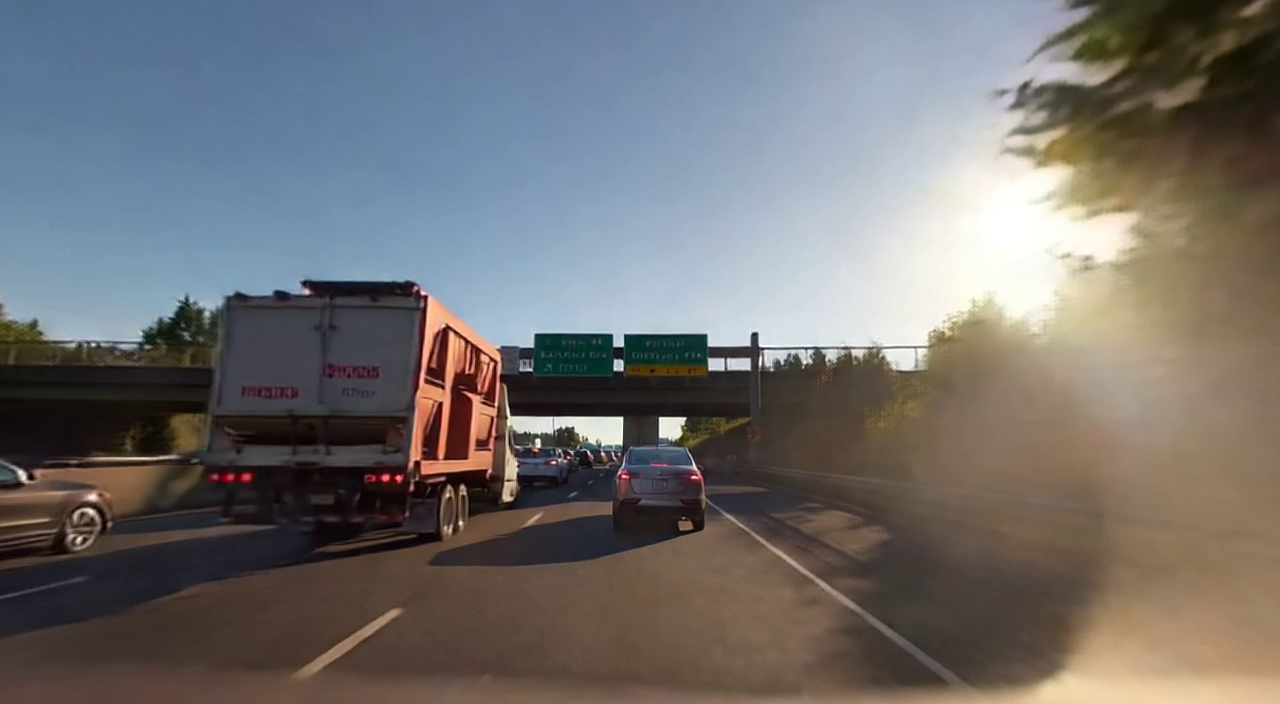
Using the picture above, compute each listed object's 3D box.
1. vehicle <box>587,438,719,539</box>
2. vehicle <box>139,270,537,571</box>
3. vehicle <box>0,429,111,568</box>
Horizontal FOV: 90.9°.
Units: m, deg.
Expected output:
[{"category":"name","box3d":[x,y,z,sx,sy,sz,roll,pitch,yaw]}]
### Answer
[{"category":"vehicle","box3d":[0.195,2.340,11.297,1.995,1.495,3.380,0,-9,0]},{"category":"vehicle","box3d":[-3.886,1.307,10.801,2.832,3.293,7.782,0,-9,1]},{"category":"vehicle","box3d":[-7.864,1.458,5.962,1.824,1.489,4.422,0,-9,1]}]
